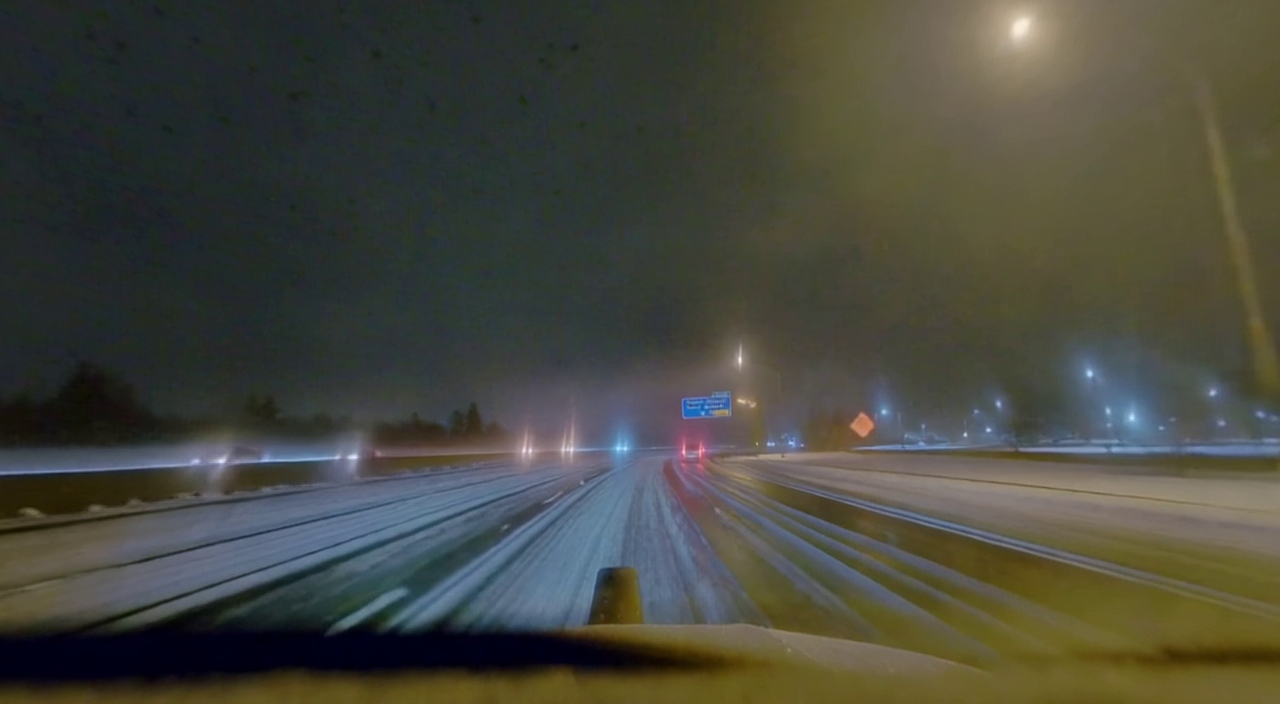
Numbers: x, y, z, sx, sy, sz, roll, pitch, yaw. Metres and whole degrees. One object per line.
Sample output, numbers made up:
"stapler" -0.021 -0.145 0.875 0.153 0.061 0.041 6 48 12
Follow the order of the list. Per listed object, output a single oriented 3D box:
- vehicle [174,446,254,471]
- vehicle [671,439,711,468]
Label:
"vehicle" -28.926 7.231 43.081 2.211 1.546 4.505 -1 -9 2
"vehicle" 3.287 6.619 41.419 2.224 1.738 4.376 0 -9 0
